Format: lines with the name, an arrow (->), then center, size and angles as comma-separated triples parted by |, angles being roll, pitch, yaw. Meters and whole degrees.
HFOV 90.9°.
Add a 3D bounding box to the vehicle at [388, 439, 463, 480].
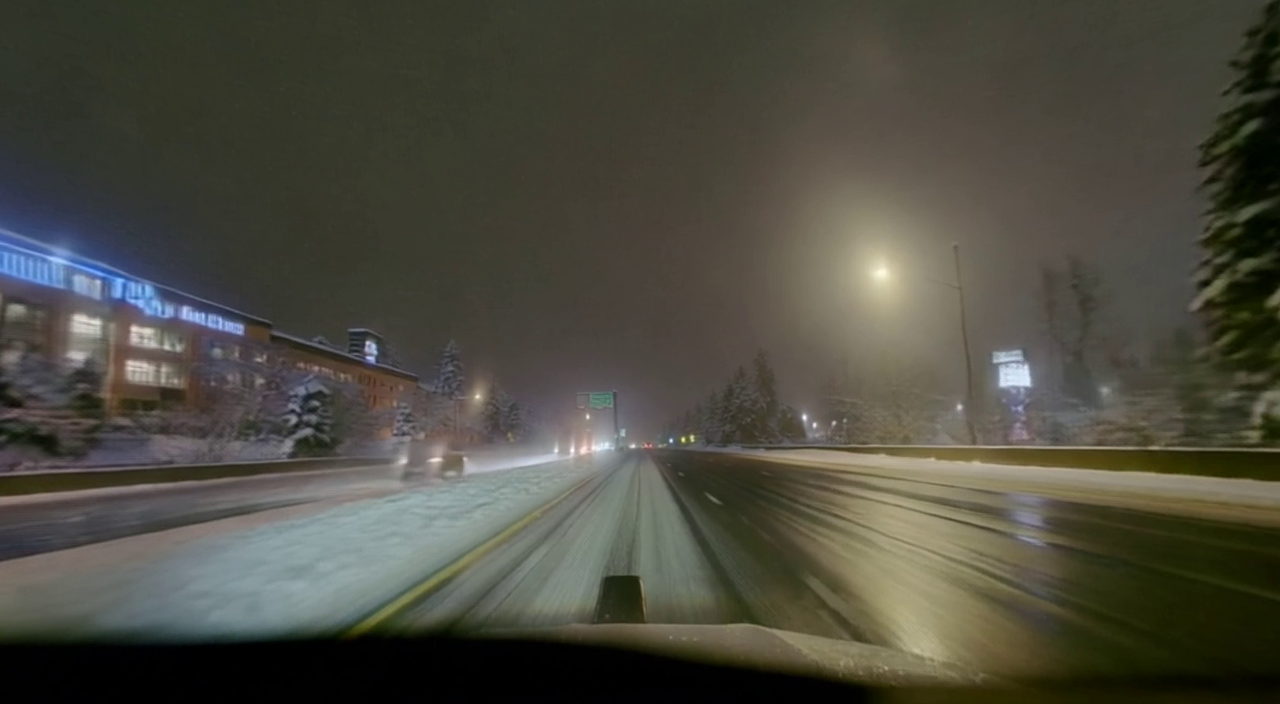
vehicle -> -11.359, 5.729, 33.919 | 2.163, 1.968, 5.439 | 0, -9, -1
